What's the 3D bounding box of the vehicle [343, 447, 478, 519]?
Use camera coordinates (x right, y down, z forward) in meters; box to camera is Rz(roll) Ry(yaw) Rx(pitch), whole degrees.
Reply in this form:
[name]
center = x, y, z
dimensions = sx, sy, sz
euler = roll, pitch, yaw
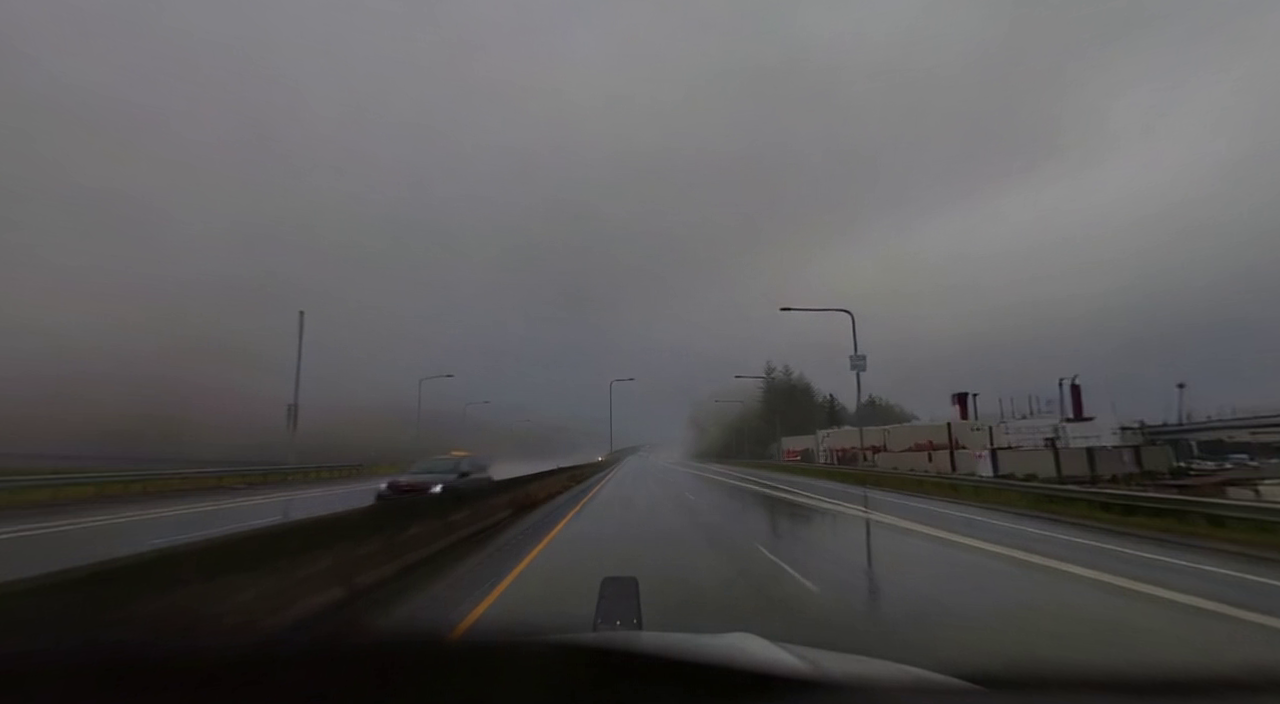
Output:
[vehicle]
center = -5.780, 3.315, 16.436
dimensions = 1.918, 1.590, 4.225
euler = -1, -9, 0
